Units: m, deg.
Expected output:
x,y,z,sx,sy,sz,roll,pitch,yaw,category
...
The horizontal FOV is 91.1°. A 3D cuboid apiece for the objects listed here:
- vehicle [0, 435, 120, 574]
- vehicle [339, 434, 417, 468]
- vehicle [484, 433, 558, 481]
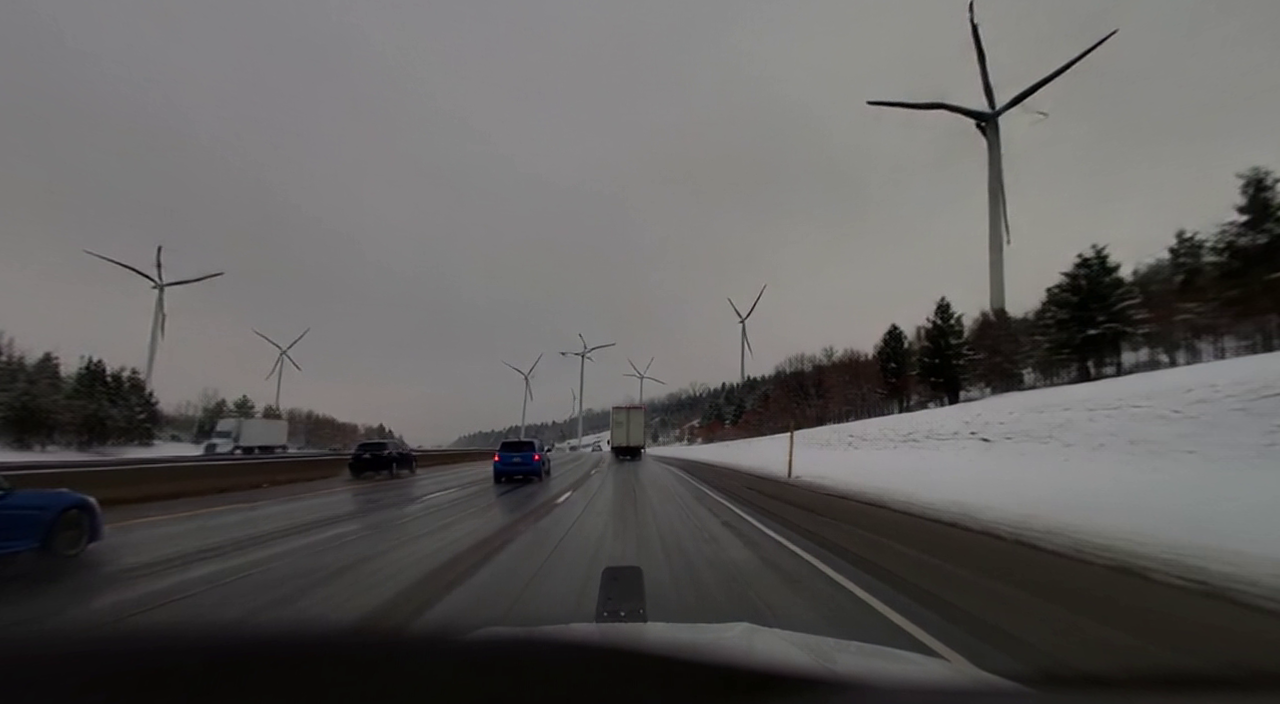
x,y,z,sx,sy,sz,roll,pitch,yaw,category
-8.086,1.539,5.999,2.271,1.488,4.597,0,-8,0,vehicle
-15.162,5.756,36.760,2.285,1.835,5.672,0,-8,-2,vehicle
-4.458,3.994,24.170,2.109,1.684,3.783,0,-8,0,vehicle
